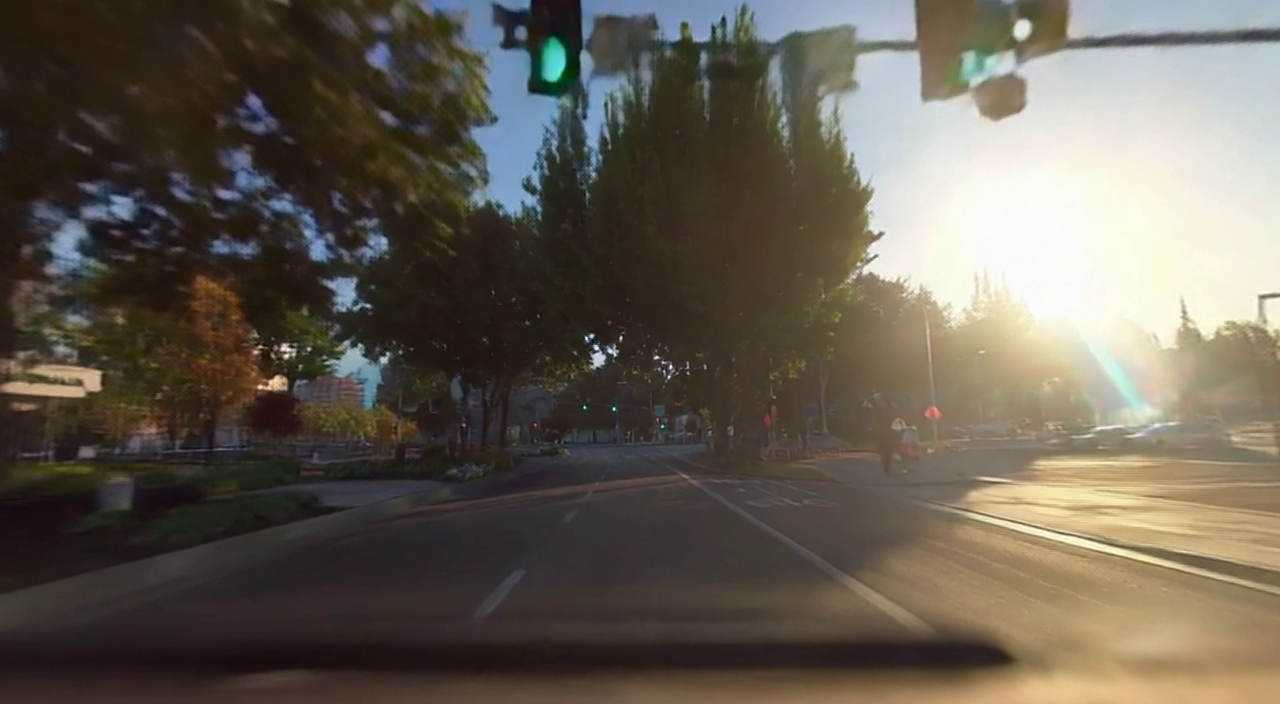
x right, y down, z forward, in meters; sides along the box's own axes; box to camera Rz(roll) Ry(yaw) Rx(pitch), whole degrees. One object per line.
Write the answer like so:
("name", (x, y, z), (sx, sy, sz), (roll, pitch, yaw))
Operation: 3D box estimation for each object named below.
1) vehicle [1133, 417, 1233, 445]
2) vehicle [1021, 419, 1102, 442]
("vehicle", (31.765, 4.641, 36.922), (4.051, 1.611, 1.944), (0, -8, -2))
("vehicle", (32.315, 6.048, 48.379), (4.763, 1.725, 2.082), (0, -8, -2))
